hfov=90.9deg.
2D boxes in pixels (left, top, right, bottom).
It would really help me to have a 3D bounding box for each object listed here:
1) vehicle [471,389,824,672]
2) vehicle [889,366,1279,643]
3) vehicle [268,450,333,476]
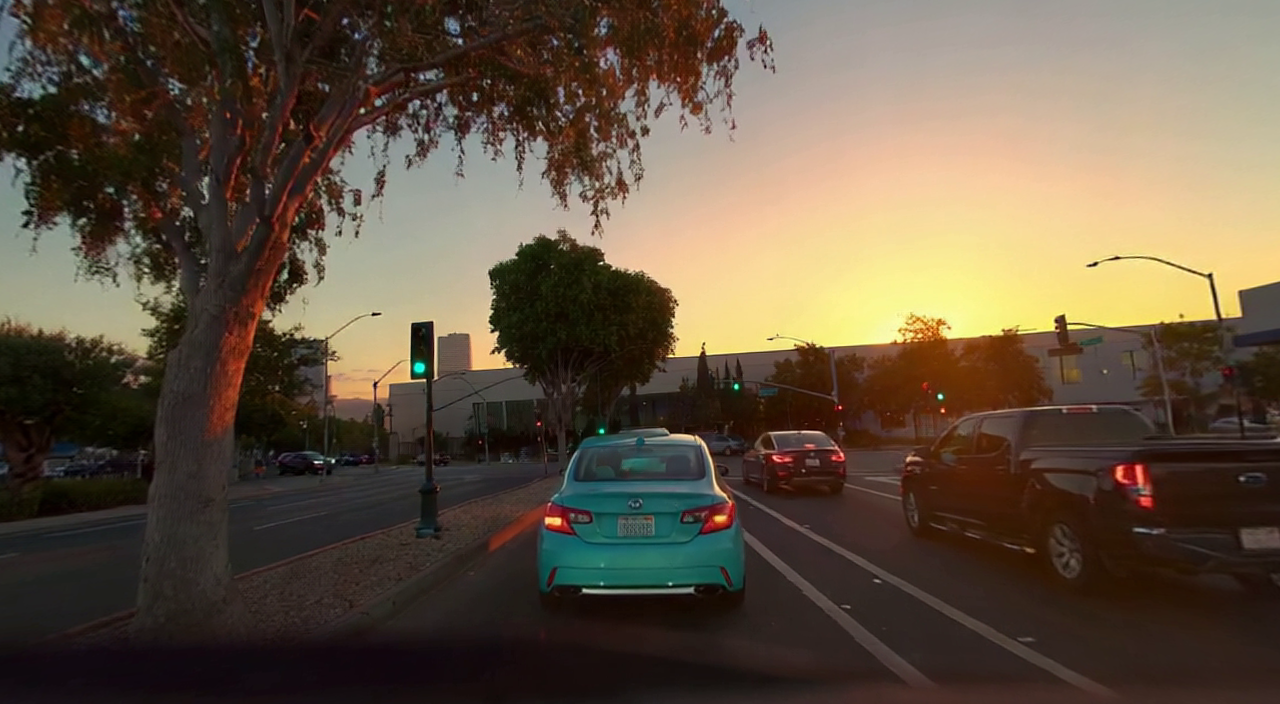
[{"bbox_3d":[0.006,1.360,5.859,2.116,1.677,3.948,0,-8,-1],"label":"vehicle"},{"bbox_3d":[4.553,1.326,6.524,2.019,1.803,4.634,0,-8,0],"label":"vehicle"},{"bbox_3d":[-24.060,7.844,44.878,1.798,1.706,4.385,-1,-8,6],"label":"vehicle"}]
